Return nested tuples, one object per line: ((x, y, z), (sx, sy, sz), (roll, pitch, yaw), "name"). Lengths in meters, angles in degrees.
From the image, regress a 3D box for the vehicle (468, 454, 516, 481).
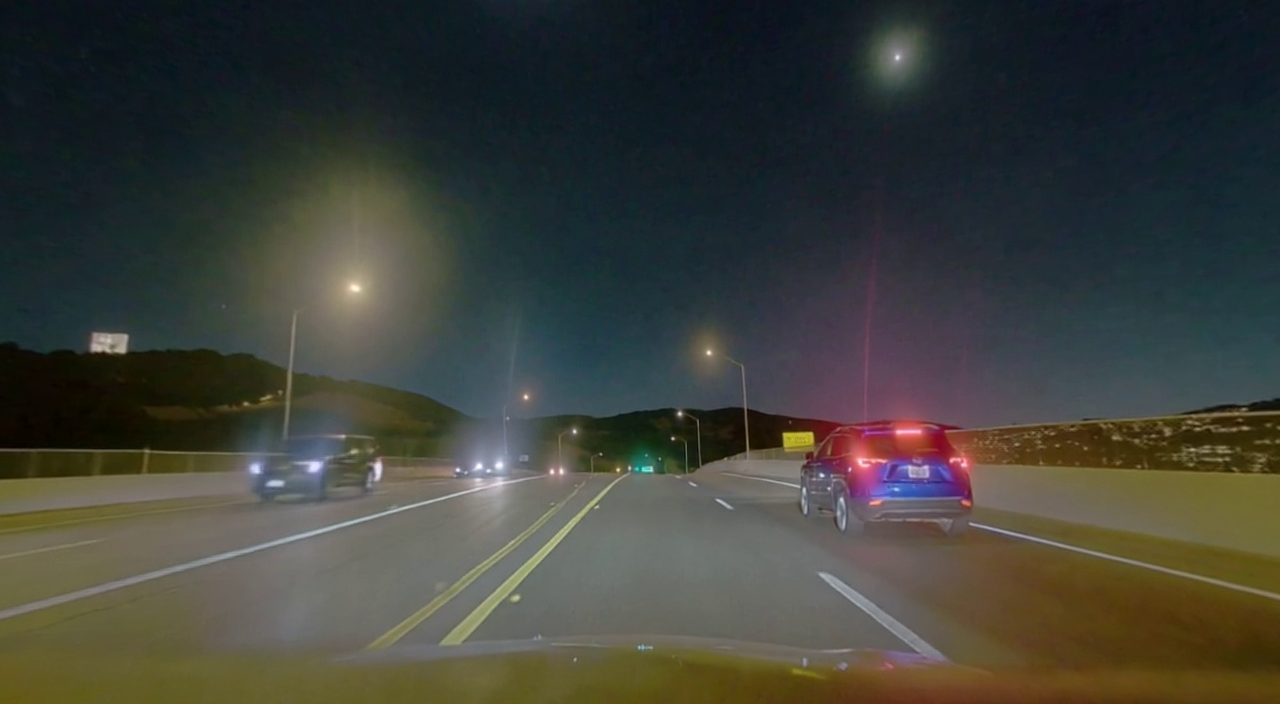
((-10.403, 8.129, 44.695), (2.144, 1.762, 4.604), (-1, -8, 1), "vehicle")

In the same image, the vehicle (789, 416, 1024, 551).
((3.994, 2.034, 10.444), (1.989, 1.730, 4.324), (-1, -8, 1), "vehicle")

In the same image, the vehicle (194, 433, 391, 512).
((-10.364, 3.618, 19.667), (2.597, 2.034, 6.006), (-1, -8, 1), "vehicle")
